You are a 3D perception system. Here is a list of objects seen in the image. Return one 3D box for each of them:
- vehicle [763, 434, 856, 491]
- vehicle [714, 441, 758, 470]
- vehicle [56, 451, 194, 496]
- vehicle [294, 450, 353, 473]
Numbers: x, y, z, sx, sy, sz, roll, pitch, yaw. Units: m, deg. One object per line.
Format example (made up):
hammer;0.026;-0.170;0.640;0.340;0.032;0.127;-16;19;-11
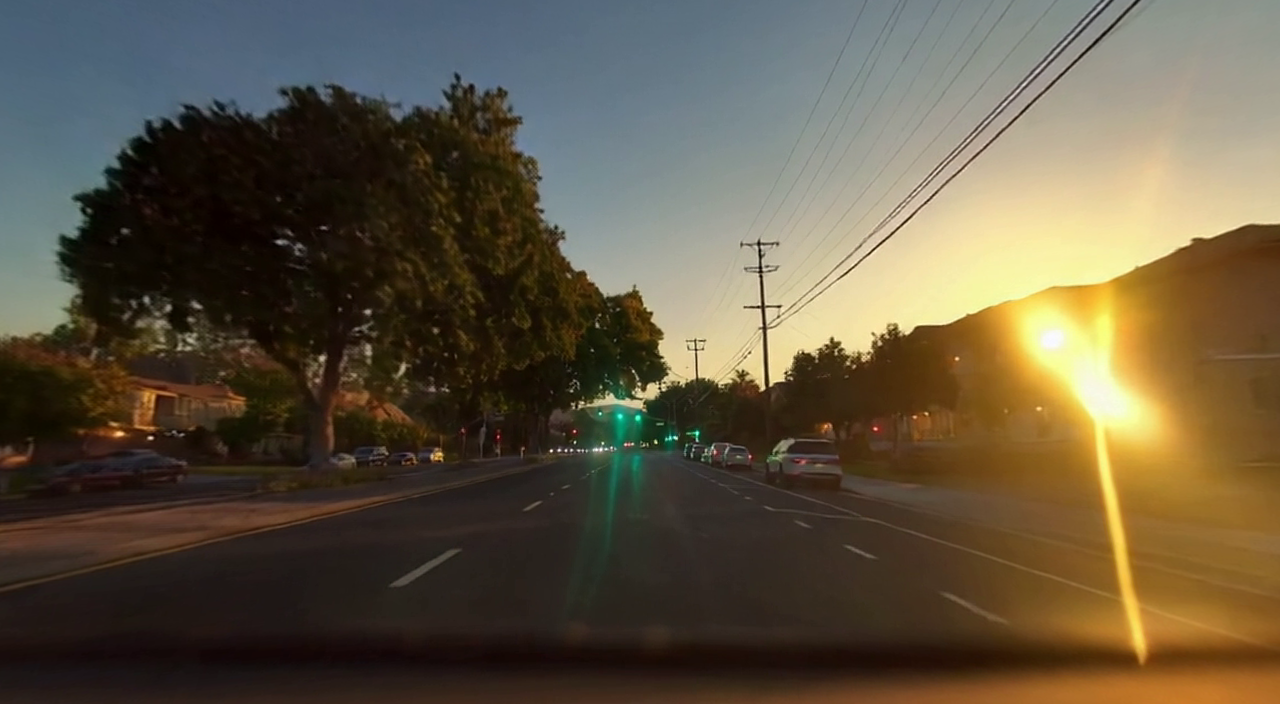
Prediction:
vehicle;5.895;3.890;22.453;2.004;1.816;4.585;0;-9;0
vehicle;5.972;6.507;39.609;1.918;1.662;4.393;1;-9;-2
vehicle;-22.002;5.161;27.094;1.911;1.473;4.610;-1;-6;3
vehicle;-22.302;7.717;44.484;1.883;1.450;4.659;1;-9;-2
